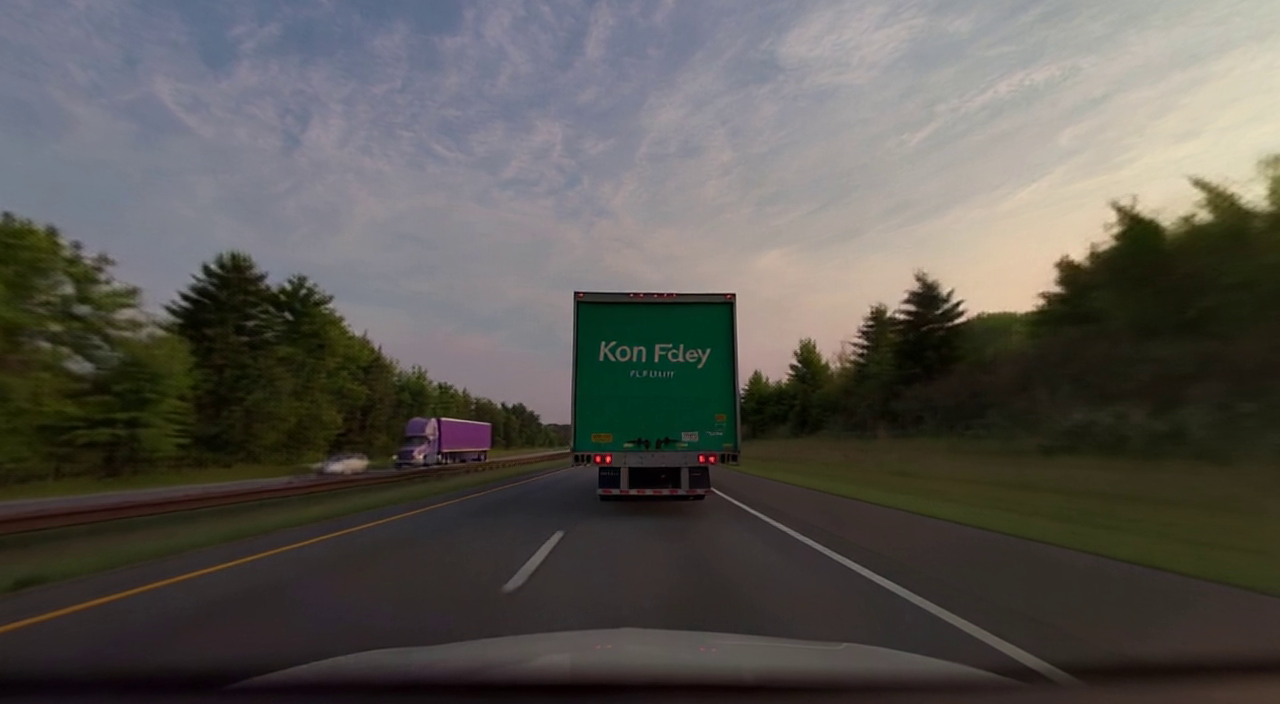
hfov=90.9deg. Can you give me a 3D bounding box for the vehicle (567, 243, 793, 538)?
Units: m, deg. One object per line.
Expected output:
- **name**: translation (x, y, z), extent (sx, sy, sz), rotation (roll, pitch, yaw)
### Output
- **vehicle**: translation (0.514, 1.616, 16.439), extent (3.230, 4.377, 14.405), rotation (0, -9, 0)

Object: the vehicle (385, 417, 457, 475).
- **vehicle**: translation (-16.041, 6.971, 46.661), extent (2.997, 3.998, 5.894), rotation (0, -9, 1)
